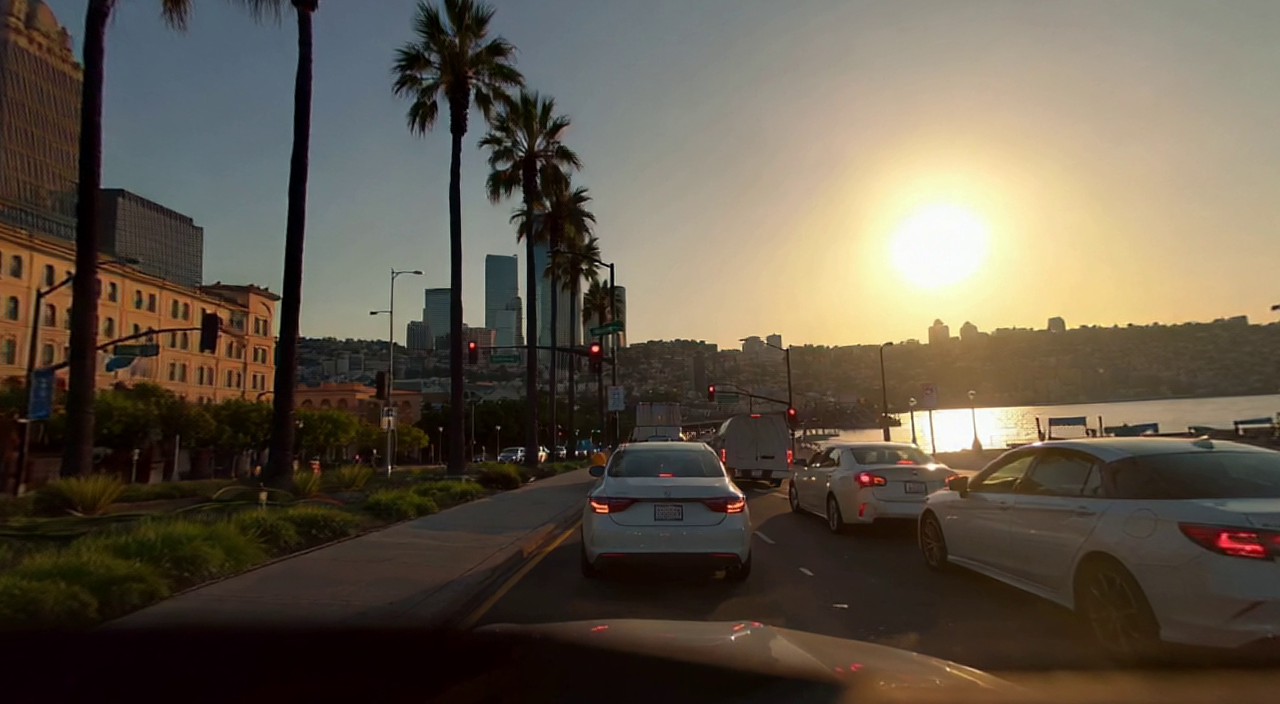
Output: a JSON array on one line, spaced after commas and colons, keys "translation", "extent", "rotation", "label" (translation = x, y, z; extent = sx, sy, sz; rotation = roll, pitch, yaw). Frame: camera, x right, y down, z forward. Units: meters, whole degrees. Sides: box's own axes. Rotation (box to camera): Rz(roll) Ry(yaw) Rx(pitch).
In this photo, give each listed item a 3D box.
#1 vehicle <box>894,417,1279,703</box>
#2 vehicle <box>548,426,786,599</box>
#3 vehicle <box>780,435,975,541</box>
[{"translation": [3.914, 1.363, 5.078], "extent": [1.913, 1.469, 4.425], "rotation": [0, -9, 1], "label": "vehicle"}, {"translation": [0.265, 1.697, 7.473], "extent": [2.093, 1.503, 3.681], "rotation": [0, -9, 1], "label": "vehicle"}, {"translation": [3.891, 2.288, 11.299], "extent": [1.920, 1.490, 4.417], "rotation": [-1, -9, 3], "label": "vehicle"}]
